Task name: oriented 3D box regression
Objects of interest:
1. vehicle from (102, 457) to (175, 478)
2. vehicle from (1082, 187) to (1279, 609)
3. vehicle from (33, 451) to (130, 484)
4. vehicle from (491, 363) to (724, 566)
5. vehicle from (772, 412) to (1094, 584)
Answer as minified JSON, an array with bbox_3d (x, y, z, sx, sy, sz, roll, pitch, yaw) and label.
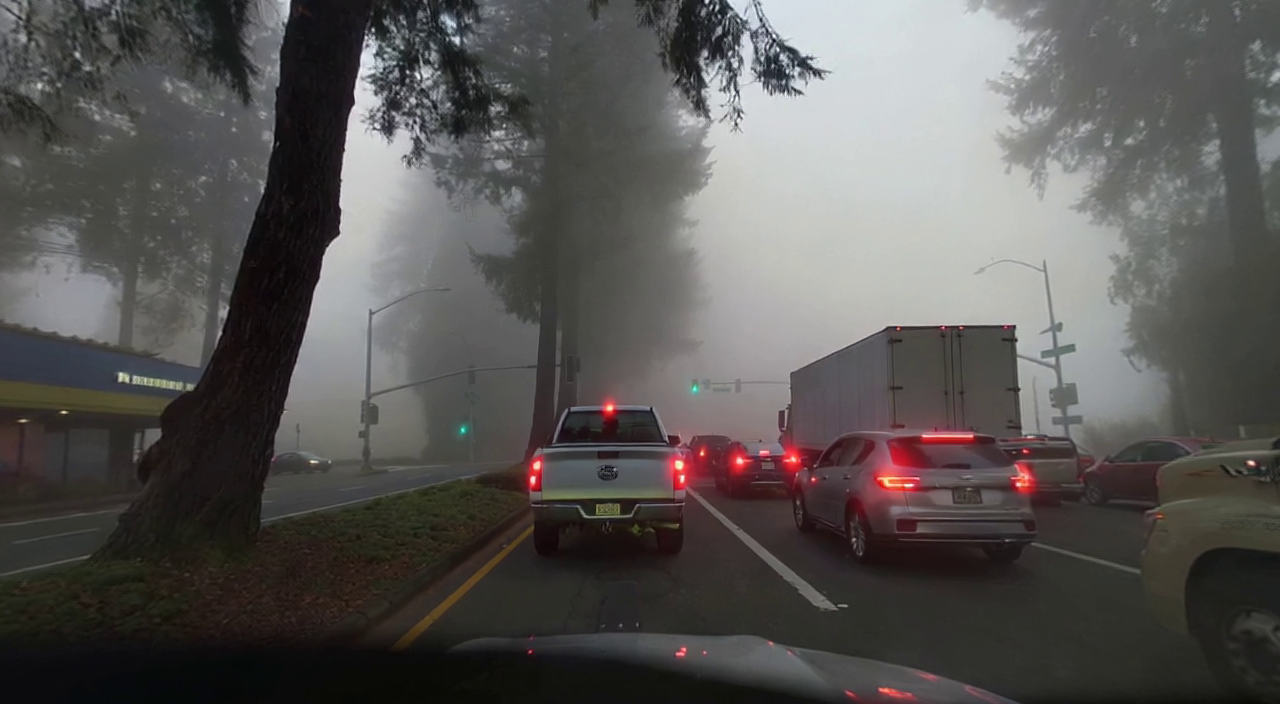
[{"bbox_3d":[-38.151,8.790,48.130,4.150,1.474,1.826,-1,-9,6],"label":"vehicle"},{"bbox_3d":[6.526,0.107,3.358,2.802,3.322,7.429,0,-9,-1],"label":"vehicle"},{"bbox_3d":[-28.571,5.899,32.483,1.730,1.534,3.922,1,-9,-7],"label":"vehicle"},{"bbox_3d":[-0.362,1.596,9.459,2.499,2.183,5.111,0,-9,0],"label":"vehicle"},{"bbox_3d":[3.254,1.737,8.437,1.905,1.587,4.998,0,-9,0],"label":"vehicle"}]
